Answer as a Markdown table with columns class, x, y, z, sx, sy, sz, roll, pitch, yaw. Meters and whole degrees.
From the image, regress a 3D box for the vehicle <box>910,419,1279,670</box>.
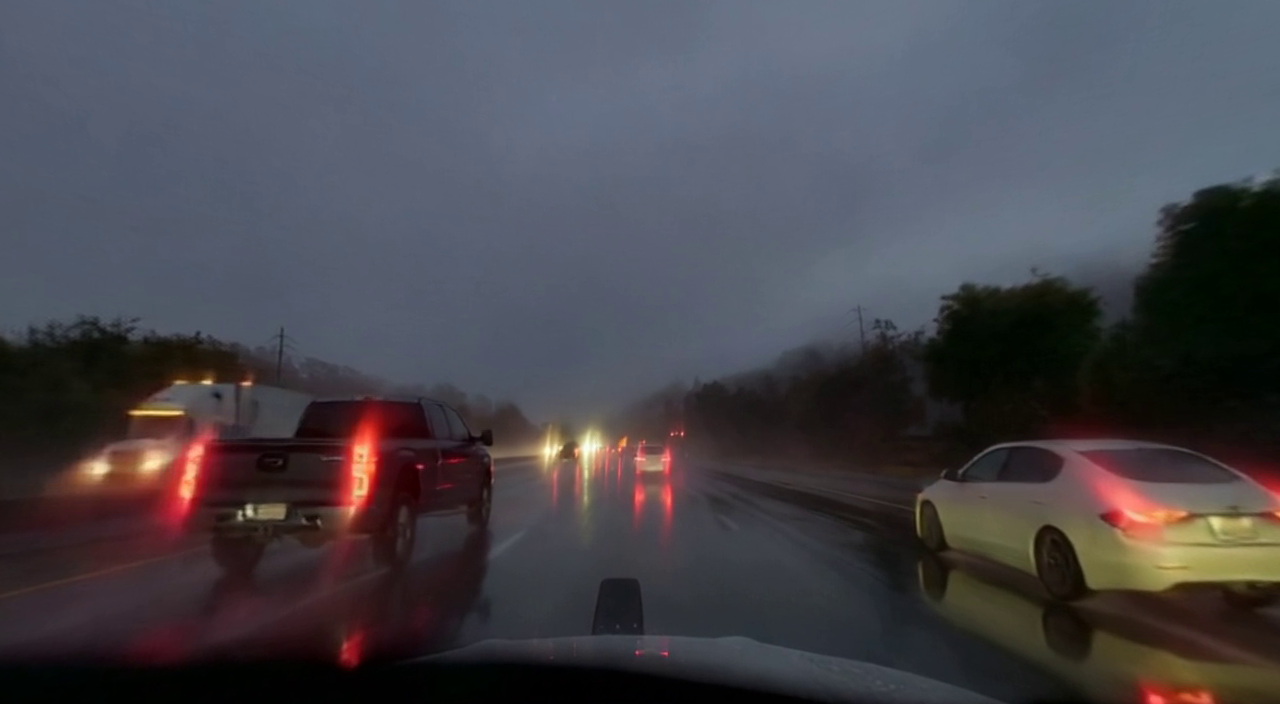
| class | x | y | z | sx | sy | sz | roll | pitch | yaw |
| --- | --- | --- | --- | --- | --- | --- | --- | --- | --- |
| vehicle | 4.428 | 1.467 | 5.864 | 1.961 | 1.491 | 4.035 | 0 | -9 | -1 |

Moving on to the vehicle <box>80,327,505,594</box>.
| class | x | y | z | sx | sy | sz | roll | pitch | yaw |
| --- | --- | --- | --- | --- | --- | --- | --- | --- | --- |
| vehicle | -3.837 | 1.431 | 8.851 | 2.523 | 2.458 | 6.022 | 0 | -9 | 0 |

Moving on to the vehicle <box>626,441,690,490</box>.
| class | x | y | z | sx | sy | sz | roll | pitch | yaw |
| --- | --- | --- | --- | --- | --- | --- | --- | --- | --- |
| vehicle | 0.539 | 3.918 | 21.949 | 2.015 | 1.526 | 4.286 | 0 | -9 | -1 |

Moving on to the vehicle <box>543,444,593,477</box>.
| class | x | y | z | sx | sy | sz | roll | pitch | yaw |
| --- | --- | --- | --- | --- | --- | --- | --- | --- | --- |
| vehicle | -3.522 | 5.372 | 31.295 | 1.940 | 1.502 | 4.463 | 0 | -9 | 0 |
